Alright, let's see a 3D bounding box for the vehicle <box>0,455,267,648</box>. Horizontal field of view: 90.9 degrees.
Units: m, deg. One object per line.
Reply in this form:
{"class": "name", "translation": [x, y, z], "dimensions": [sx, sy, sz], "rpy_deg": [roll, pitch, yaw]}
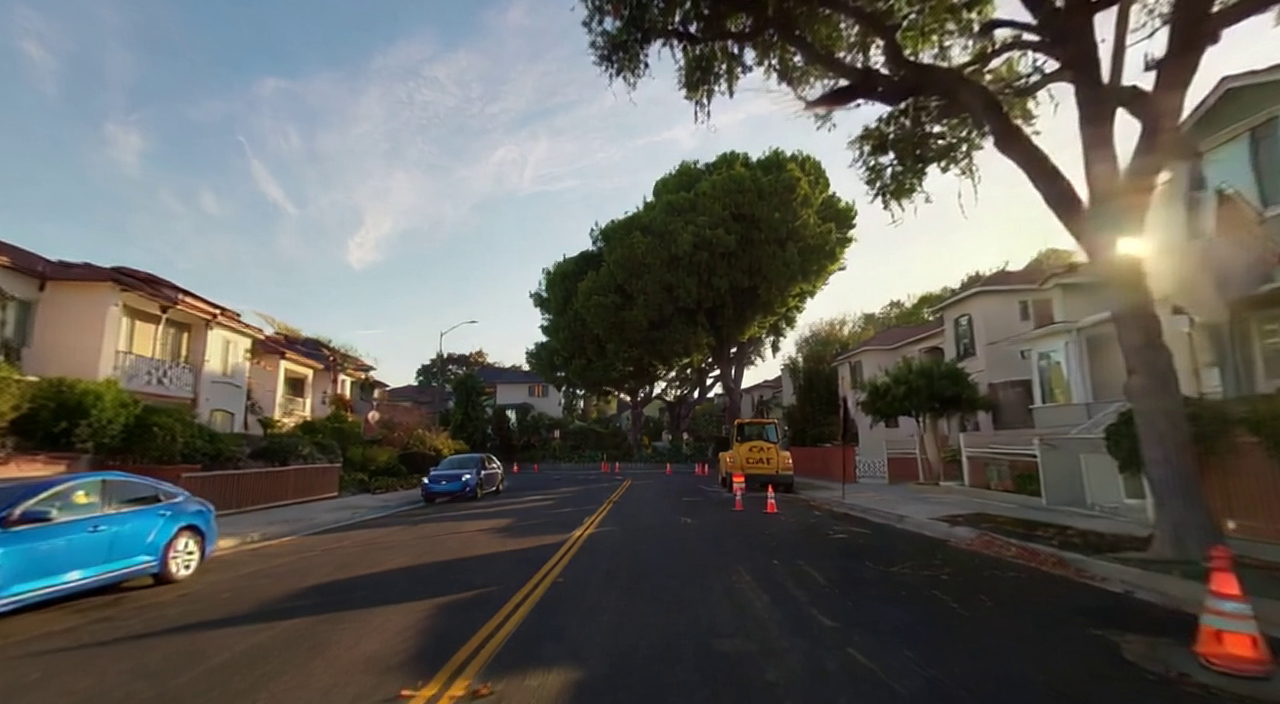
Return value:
{"class": "vehicle", "translation": [-6.482, 1.964, 6.746], "dimensions": [1.974, 1.479, 4.888], "rpy_deg": [0, -7, 1]}

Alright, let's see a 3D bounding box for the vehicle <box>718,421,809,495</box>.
{"class": "vehicle", "translation": [4.670, 4.075, 24.541], "dimensions": [2.501, 2.613, 3.505], "rpy_deg": [1, -9, -6]}

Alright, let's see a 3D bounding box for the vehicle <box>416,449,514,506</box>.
{"class": "vehicle", "translation": [-6.410, 4.610, 23.735], "dimensions": [2.220, 1.765, 4.799], "rpy_deg": [0, -7, 1]}
